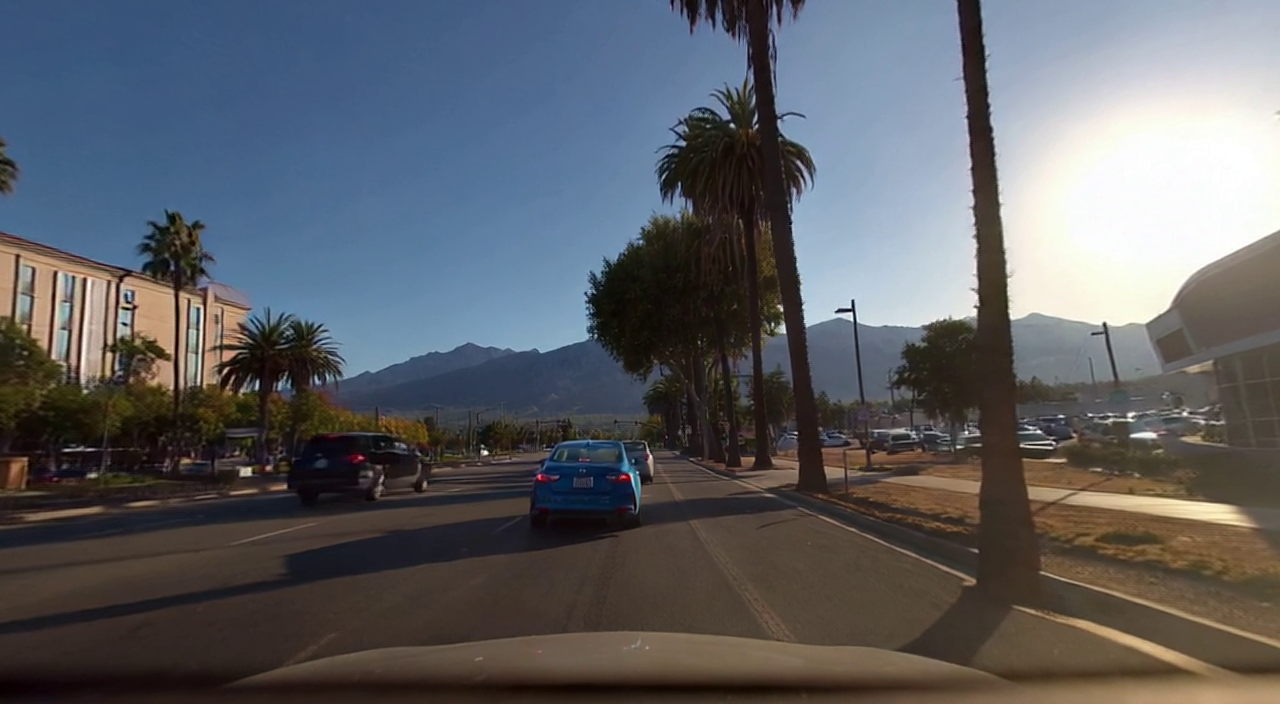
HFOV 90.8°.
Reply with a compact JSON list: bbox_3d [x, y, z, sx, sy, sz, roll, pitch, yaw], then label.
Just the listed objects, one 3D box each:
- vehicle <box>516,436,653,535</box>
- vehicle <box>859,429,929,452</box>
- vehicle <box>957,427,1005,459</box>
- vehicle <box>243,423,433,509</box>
[{"bbox_3d":[-0.935,2.297,11.520,2.067,1.459,3.886,0,-8,-3],"label":"vehicle"},{"bbox_3d":[19.094,6.710,47.681,1.925,1.652,4.490,6,-10,-35],"label":"vehicle"},{"bbox_3d":[17.828,4.775,33.115,1.961,1.526,4.640,-4,-9,27],"label":"vehicle"},{"bbox_3d":[-7.695,2.969,16.973,2.400,1.900,5.325,0,-8,1],"label":"vehicle"}]
